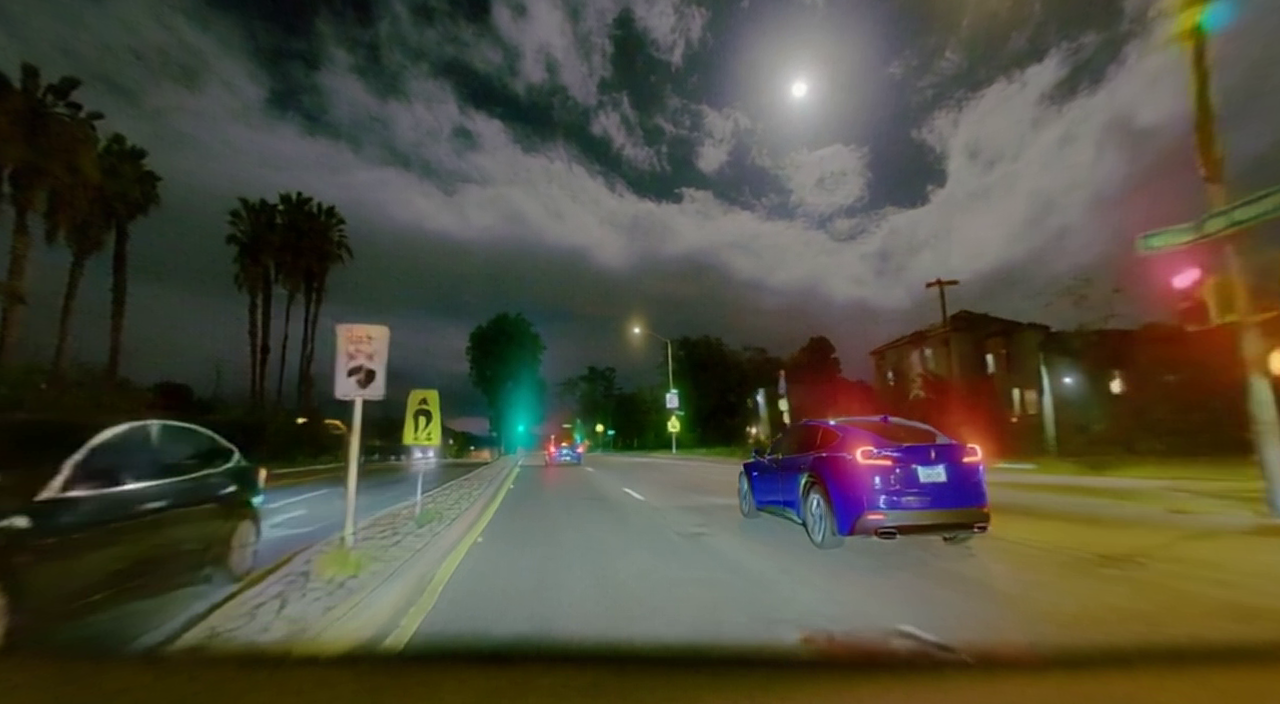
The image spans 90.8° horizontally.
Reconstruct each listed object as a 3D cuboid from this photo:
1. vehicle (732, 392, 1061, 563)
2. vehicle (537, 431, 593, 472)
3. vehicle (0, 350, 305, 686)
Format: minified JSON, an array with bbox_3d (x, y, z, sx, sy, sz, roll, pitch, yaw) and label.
[{"bbox_3d":[3.178,1.726,9.431,2.205,1.803,5.135,0,-9,-7],"label":"vehicle"},{"bbox_3d":[-3.539,4.597,29.256,2.341,1.709,4.466,1,-9,-10],"label":"vehicle"},{"bbox_3d":[-5.014,1.203,5.159,2.283,1.878,5.384,1,-9,-9],"label":"vehicle"}]
